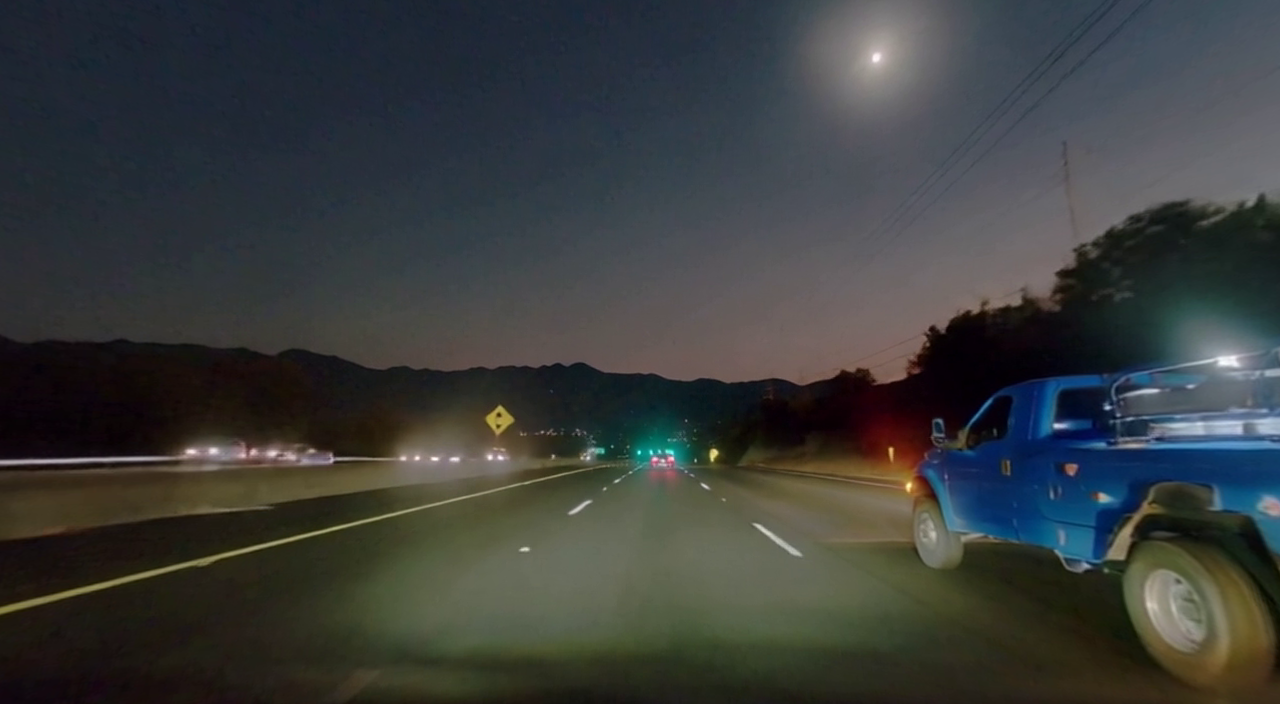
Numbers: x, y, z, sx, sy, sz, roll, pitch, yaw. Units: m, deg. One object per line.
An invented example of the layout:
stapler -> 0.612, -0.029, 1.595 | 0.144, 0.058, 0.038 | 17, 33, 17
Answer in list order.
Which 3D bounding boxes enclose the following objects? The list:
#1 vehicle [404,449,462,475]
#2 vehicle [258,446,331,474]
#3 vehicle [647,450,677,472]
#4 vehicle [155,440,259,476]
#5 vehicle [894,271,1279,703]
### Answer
vehicle -> -13.830, 7.384, 42.262 | 2.071, 1.614, 4.863 | -1, -9, 2
vehicle -> -24.301, 7.621, 44.391 | 2.079, 1.838, 5.011 | -1, -9, 3
vehicle -> 1.552, 7.975, 46.033 | 2.034, 1.549, 4.147 | 0, -9, 0
vehicle -> -28.327, 6.969, 41.406 | 2.329, 2.143, 5.925 | -1, -9, 3
vehicle -> 4.015, 0.897, 3.443 | 2.538, 2.228, 6.370 | 0, -9, 0
